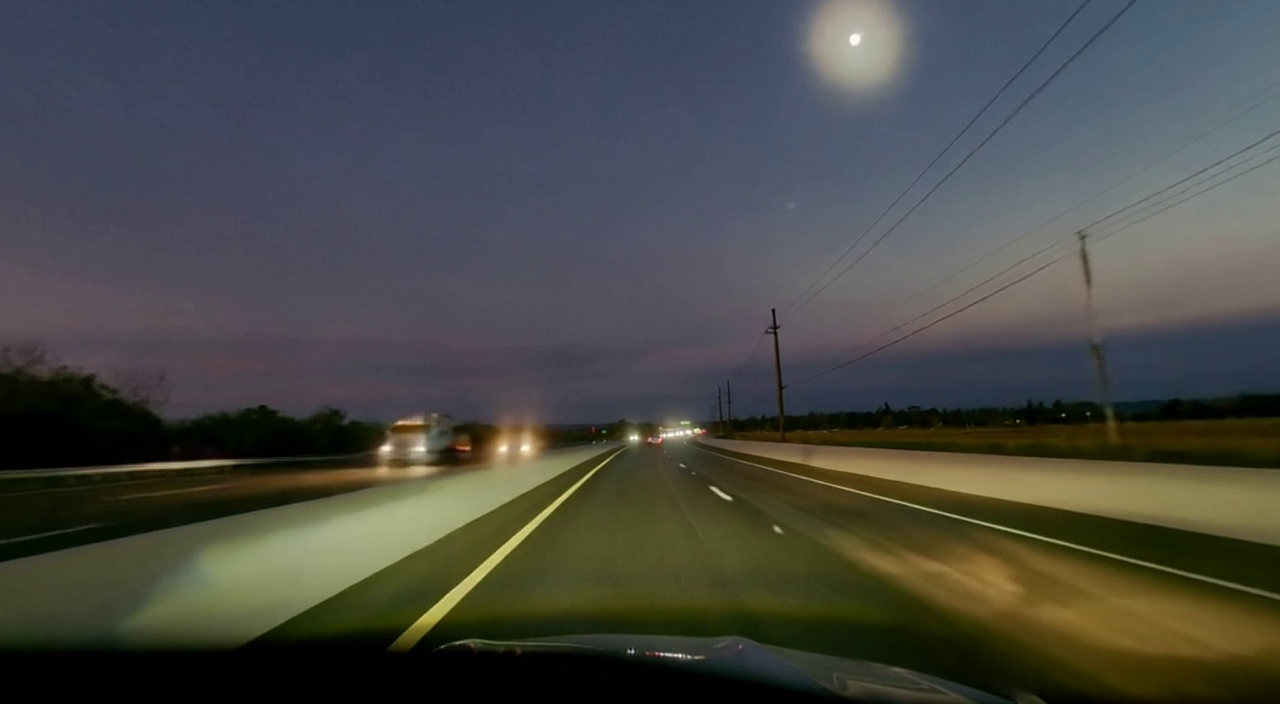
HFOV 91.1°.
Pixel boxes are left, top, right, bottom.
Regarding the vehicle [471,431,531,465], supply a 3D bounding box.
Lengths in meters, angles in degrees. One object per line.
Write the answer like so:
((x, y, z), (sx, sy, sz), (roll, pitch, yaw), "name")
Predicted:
((-7.034, 4.886, 32.272), (2.015, 1.597, 4.252), (0, -8, 1), "vehicle")

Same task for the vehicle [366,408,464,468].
((-10.838, 4.210, 30.910), (2.464, 2.612, 5.995), (0, -8, 1), "vehicle")
